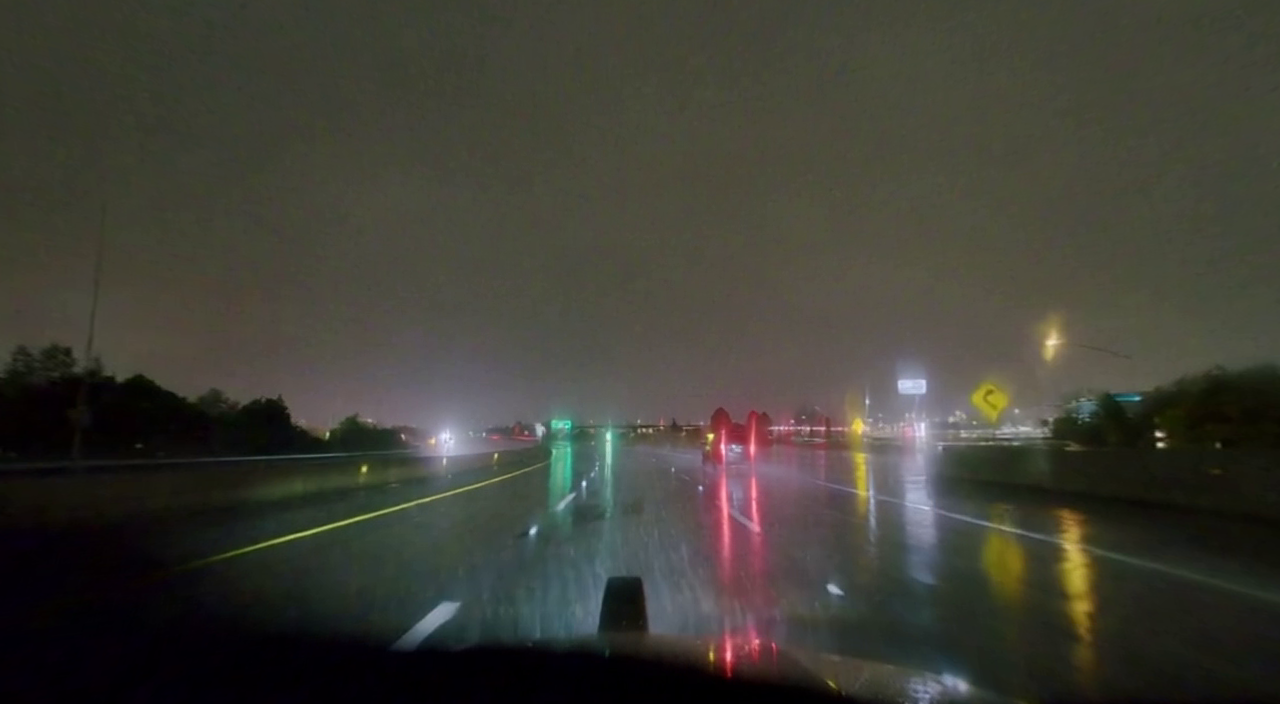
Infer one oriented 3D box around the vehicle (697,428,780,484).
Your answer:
[{"bbox_3d":[3.234,3.526,21.714,2.059,1.715,4.192,0,-8,-2],"label":"vehicle"}]
